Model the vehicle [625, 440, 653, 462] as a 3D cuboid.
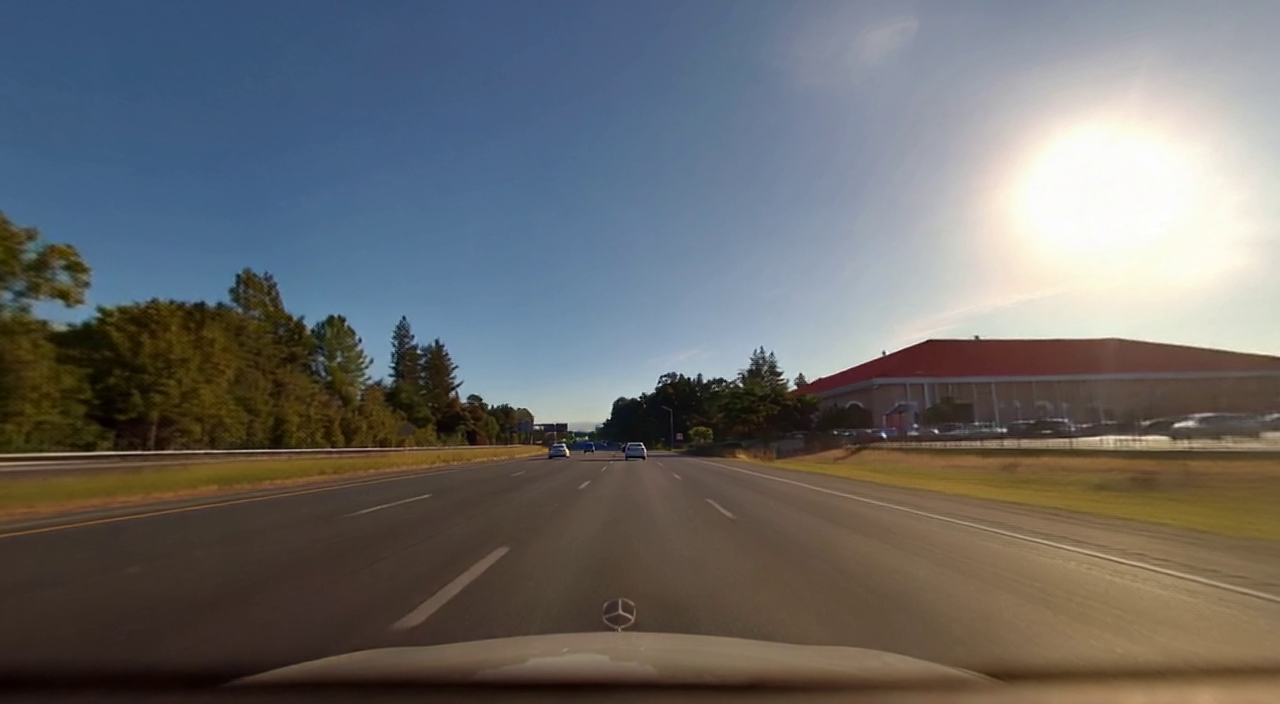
[{"bbox_3d":[-0.098,7.754,49.544,2.073,1.635,4.195,0,-9,0],"label":"vehicle"}]
